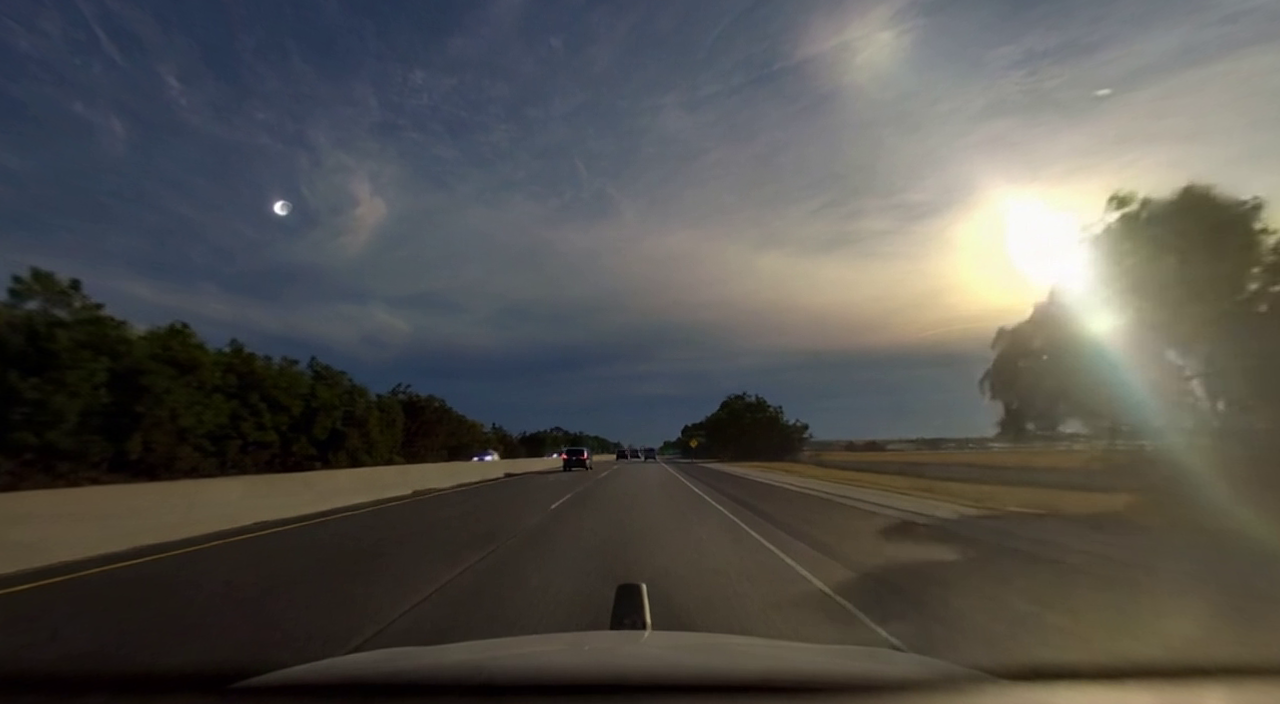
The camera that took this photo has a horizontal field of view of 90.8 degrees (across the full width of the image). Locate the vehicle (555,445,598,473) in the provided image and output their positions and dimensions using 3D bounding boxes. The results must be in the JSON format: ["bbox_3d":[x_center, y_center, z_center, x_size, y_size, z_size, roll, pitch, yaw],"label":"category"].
[{"bbox_3d":[-4.026,6.879,40.821,2.188,1.692,4.623,0,-9,2],"label":"vehicle"}]
